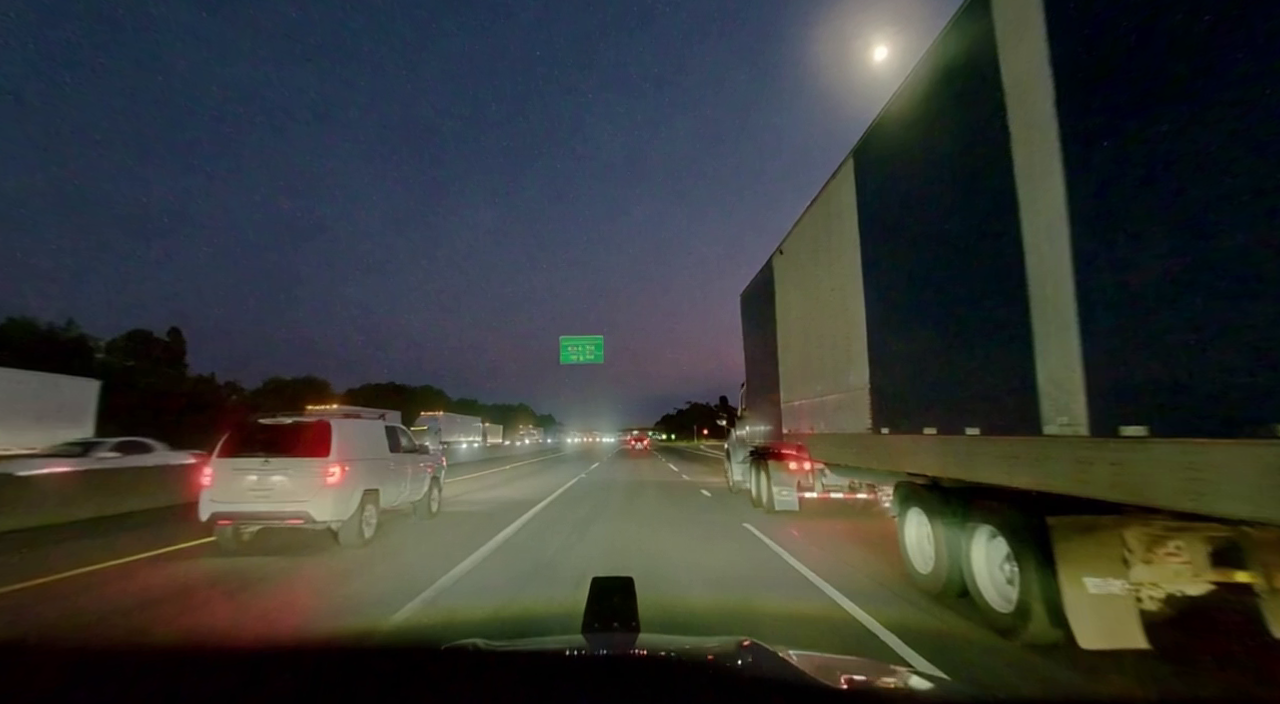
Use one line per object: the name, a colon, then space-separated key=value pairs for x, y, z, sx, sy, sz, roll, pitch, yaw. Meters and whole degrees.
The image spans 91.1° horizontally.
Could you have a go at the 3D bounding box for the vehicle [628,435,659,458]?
vehicle: x=0.236 y=6.583 z=44.068 sx=2.051 sy=1.528 sz=4.265 roll=0 pitch=-8 yaw=0

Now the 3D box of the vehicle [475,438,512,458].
vehicle: x=-11.298 y=7.461 z=48.855 sx=1.891 sy=1.475 sz=3.958 roll=0 pitch=-8 yaw=1

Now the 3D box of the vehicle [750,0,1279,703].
vehicle: x=3.594 y=-0.218 z=4.496 sx=2.899 sy=4.264 sz=14.325 roll=1 pitch=-8 yaw=-1

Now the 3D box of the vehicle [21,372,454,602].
vehicle: x=-4.032 y=1.423 z=7.618 sx=2.115 sy=1.887 sz=4.721 roll=0 pitch=-8 yaw=0
